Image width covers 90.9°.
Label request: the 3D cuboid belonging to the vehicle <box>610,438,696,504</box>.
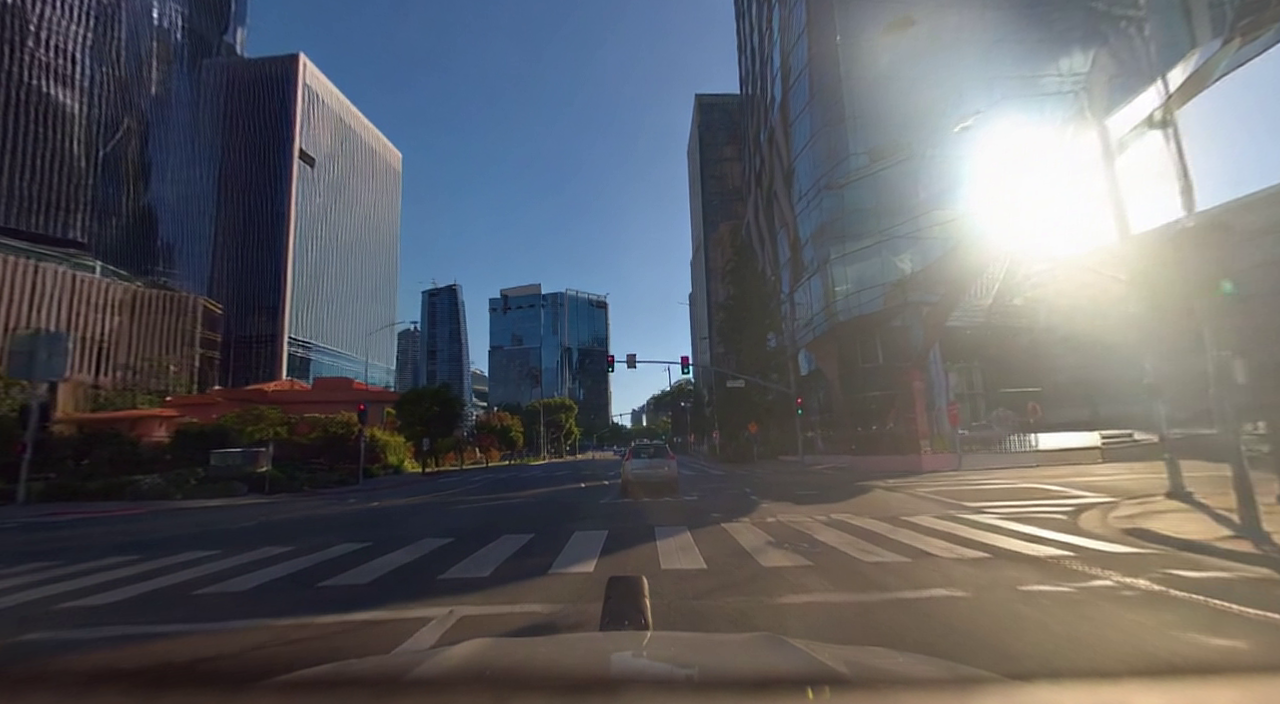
[{"bbox_3d":[0.272,3.342,18.117,2.184,1.640,4.086,0,-9,-1],"label":"vehicle"}]
